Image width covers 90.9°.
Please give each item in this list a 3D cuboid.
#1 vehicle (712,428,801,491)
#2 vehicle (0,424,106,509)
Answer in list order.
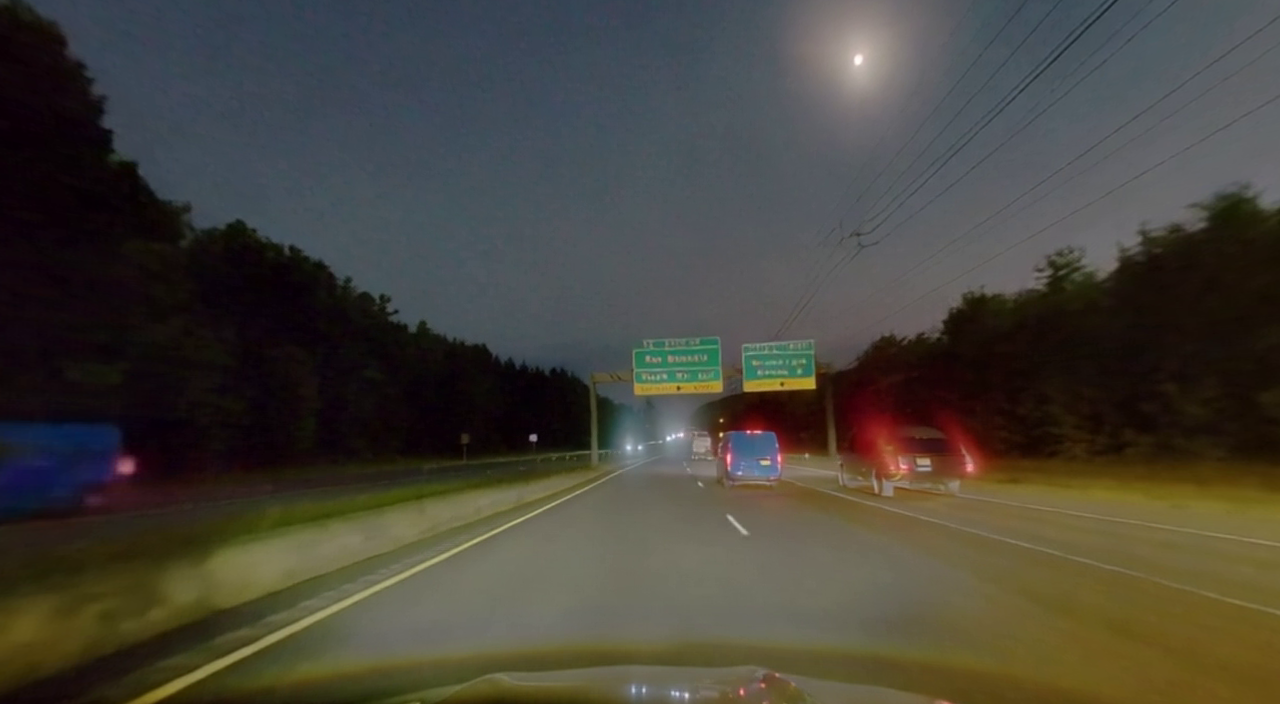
[{"bbox_3d":[3.950,3.780,22.370,2.261,1.969,5.104,0,-9,1],"label":"vehicle"},{"bbox_3d":[-17.415,3.032,16.798,2.055,2.164,4.594,0,-9,4],"label":"vehicle"}]
